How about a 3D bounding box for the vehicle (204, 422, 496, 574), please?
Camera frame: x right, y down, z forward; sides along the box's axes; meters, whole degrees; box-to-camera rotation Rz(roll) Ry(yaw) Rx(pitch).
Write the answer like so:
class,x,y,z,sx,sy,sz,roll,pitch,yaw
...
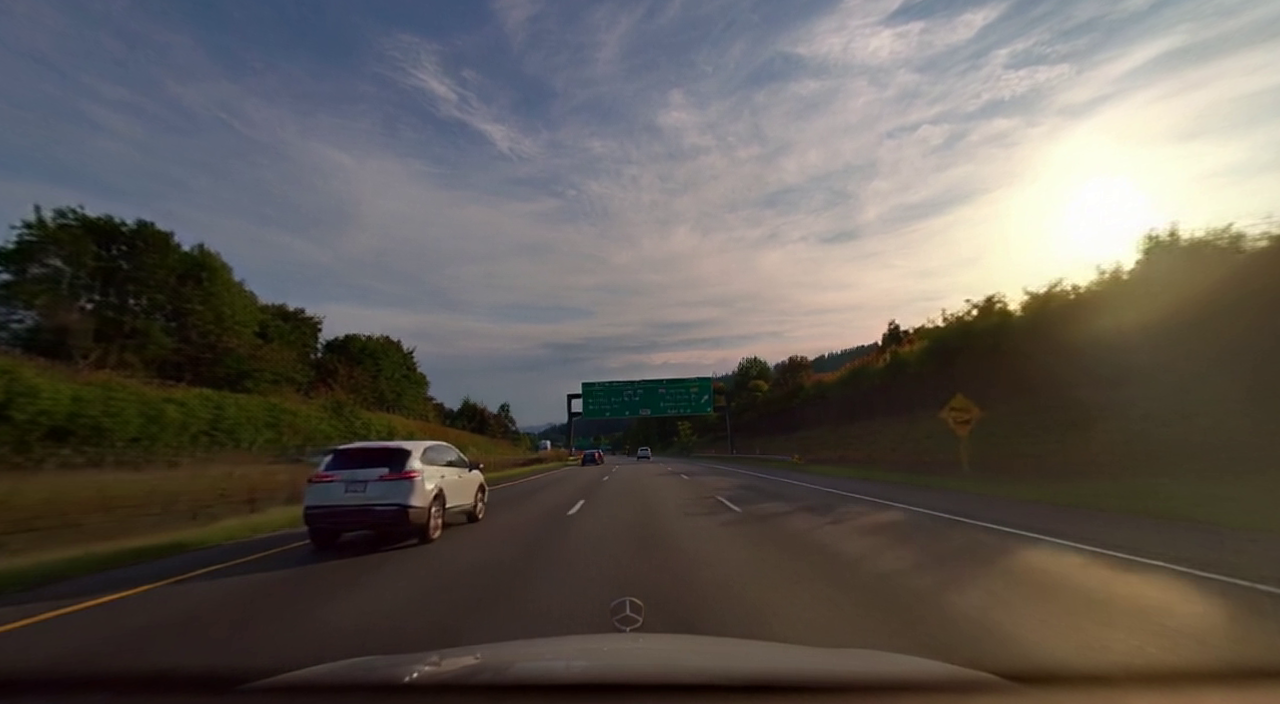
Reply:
class,x,y,z,sx,sy,sz,roll,pitch,yaw
vehicle,-3.587,1.900,8.969,2.028,1.584,4.481,0,-9,0
